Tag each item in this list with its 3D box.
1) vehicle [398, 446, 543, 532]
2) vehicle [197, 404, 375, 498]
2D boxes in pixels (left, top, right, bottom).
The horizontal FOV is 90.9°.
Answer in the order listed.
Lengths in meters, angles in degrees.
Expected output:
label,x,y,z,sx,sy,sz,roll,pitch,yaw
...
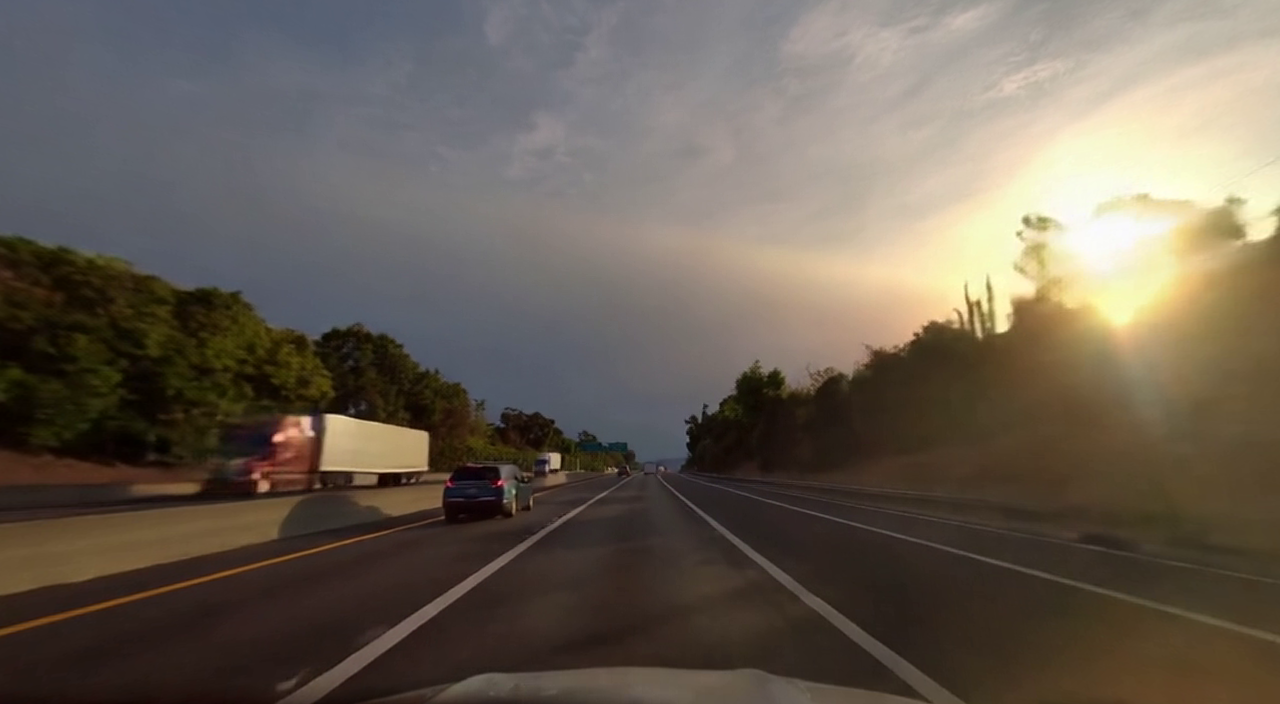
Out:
label,x,y,z,sx,sy,sz,roll,pitch,yaw
vehicle,-3.739,3.164,14.946,2.053,1.657,4.725,1,-10,1
vehicle,-17.350,5.168,32.230,2.932,3.942,10.132,1,-10,1
